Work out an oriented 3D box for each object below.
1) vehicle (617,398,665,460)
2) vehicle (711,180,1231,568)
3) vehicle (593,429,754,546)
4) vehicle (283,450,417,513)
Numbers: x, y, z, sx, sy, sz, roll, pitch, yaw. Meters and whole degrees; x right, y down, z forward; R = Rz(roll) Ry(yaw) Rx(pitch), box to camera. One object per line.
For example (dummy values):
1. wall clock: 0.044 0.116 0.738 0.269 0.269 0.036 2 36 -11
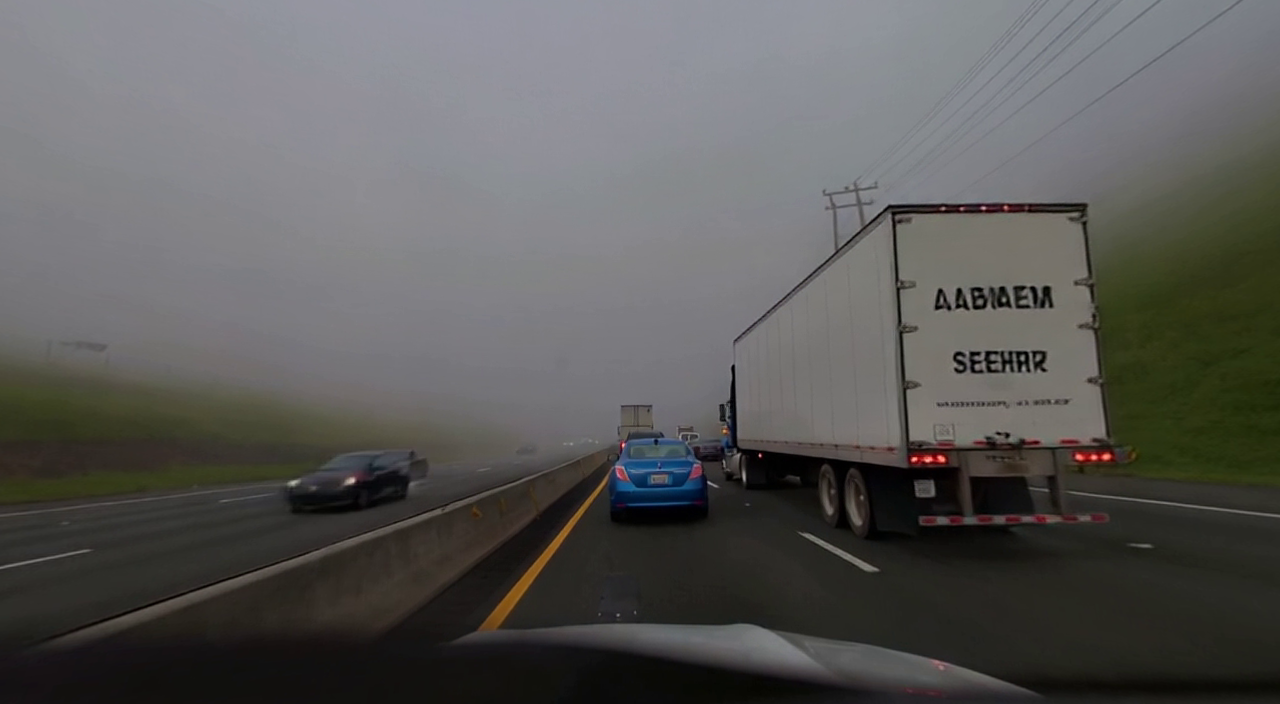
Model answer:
1. vehicle: -0.094 5.933 47.720 3.174 4.134 11.407 0 -8 -1
2. vehicle: 4.186 1.133 13.689 3.138 4.065 14.276 0 -8 -2
3. vehicle: 0.356 1.974 9.850 2.045 1.446 3.597 0 -8 -2
4. vehicle: -8.221 3.664 18.342 1.848 1.512 4.327 -1 -8 0
